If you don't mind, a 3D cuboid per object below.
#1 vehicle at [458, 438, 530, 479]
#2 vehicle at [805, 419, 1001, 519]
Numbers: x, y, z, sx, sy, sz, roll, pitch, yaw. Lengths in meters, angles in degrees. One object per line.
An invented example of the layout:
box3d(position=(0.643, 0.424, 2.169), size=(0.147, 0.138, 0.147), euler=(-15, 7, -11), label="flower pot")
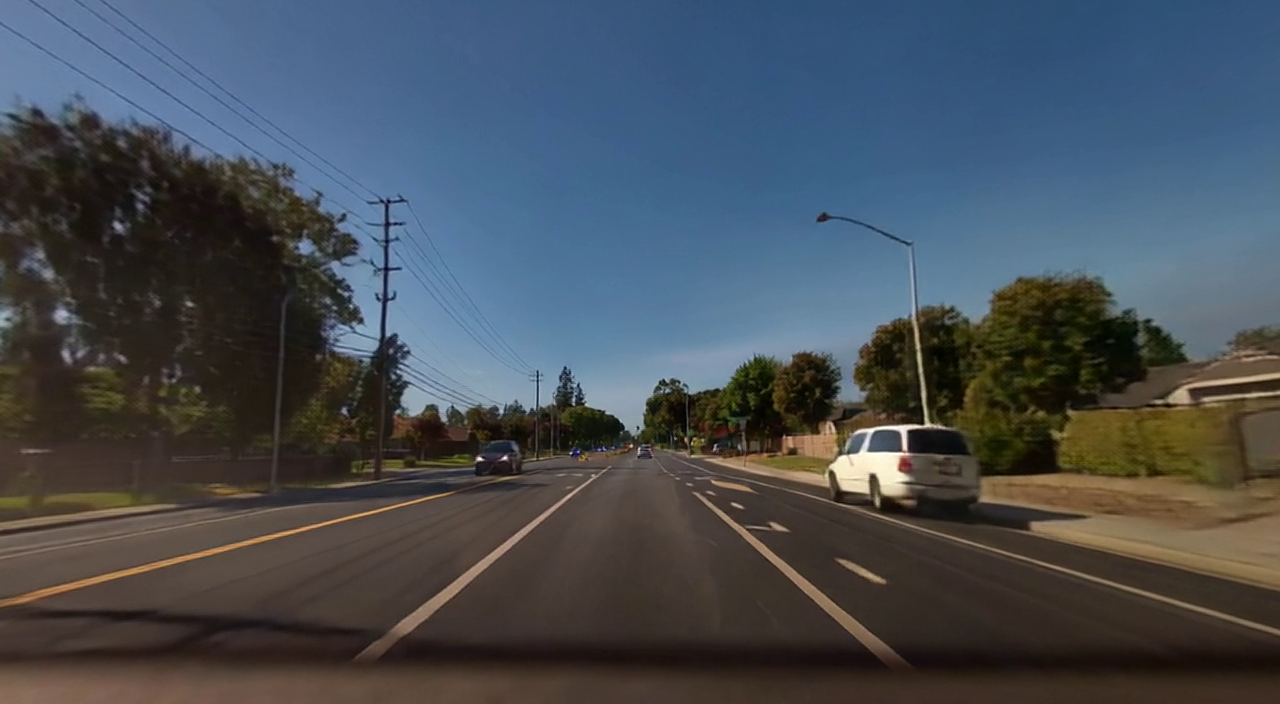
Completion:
box3d(position=(-7.354, 5.453, 32.371), size=(2.325, 1.877, 5.690), euler=(-1, -9, 1), label="vehicle")
box3d(position=(5.441, 2.493, 13.920), size=(2.114, 1.799, 4.960), euler=(0, -9, -1), label="vehicle")
